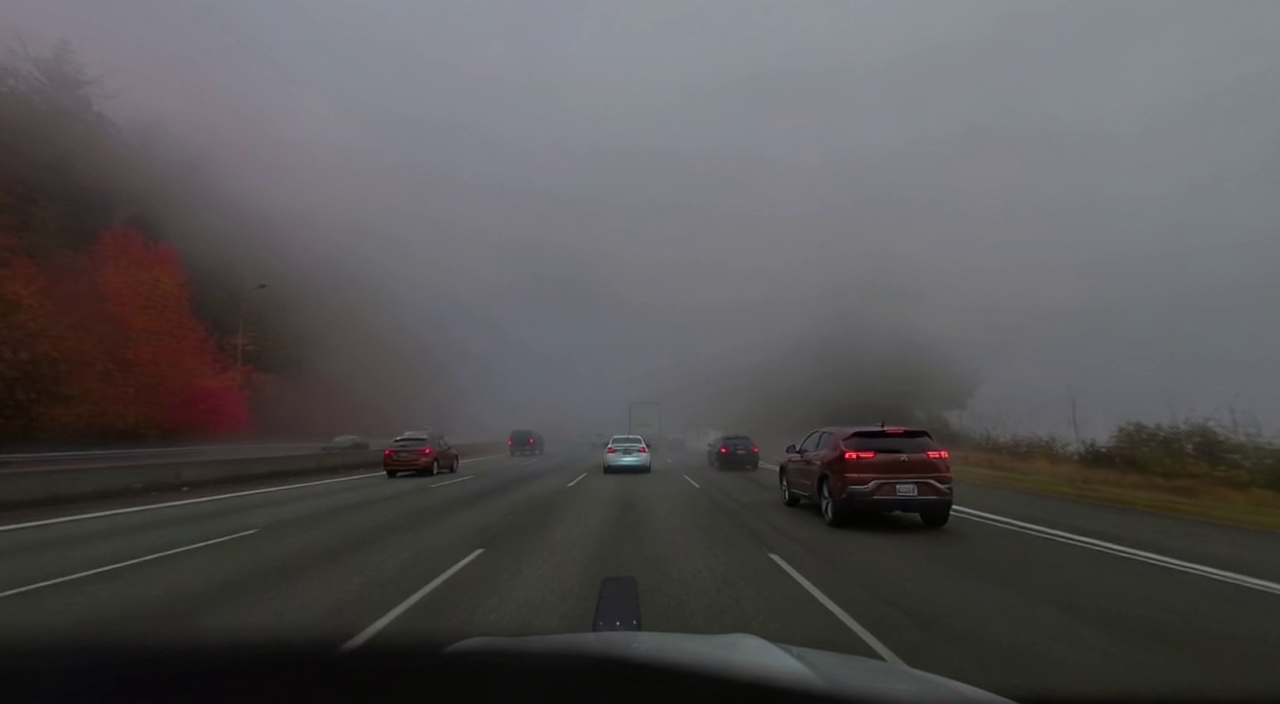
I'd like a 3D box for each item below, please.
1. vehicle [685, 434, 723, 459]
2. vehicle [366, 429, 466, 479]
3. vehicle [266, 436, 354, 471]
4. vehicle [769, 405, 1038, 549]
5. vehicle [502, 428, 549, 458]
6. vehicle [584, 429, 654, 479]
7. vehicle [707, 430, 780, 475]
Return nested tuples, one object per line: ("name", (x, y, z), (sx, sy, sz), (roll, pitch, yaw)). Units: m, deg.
("vehicle", (3.971, 5.915, 39.508), (1.909, 1.442, 4.184), (0, -8, 0))
("vehicle", (-7.597, 3.473, 21.736), (1.934, 1.526, 3.966), (0, -8, 1))
("vehicle", (-15.392, 4.713, 29.601), (1.875, 1.509, 4.135), (0, -8, 0))
("vehicle", (3.504, 1.736, 9.497), (2.095, 1.650, 4.331), (0, -8, -1))
("vehicle", (-7.384, 5.929, 41.078), (2.117, 1.779, 4.745), (0, -8, 1))
("vehicle", (-0.686, 3.387, 21.207), (2.111, 1.494, 4.364), (0, -8, -1))
("vehicle", (3.782, 3.727, 23.734), (1.972, 1.516, 4.514), (0, -8, 0))
